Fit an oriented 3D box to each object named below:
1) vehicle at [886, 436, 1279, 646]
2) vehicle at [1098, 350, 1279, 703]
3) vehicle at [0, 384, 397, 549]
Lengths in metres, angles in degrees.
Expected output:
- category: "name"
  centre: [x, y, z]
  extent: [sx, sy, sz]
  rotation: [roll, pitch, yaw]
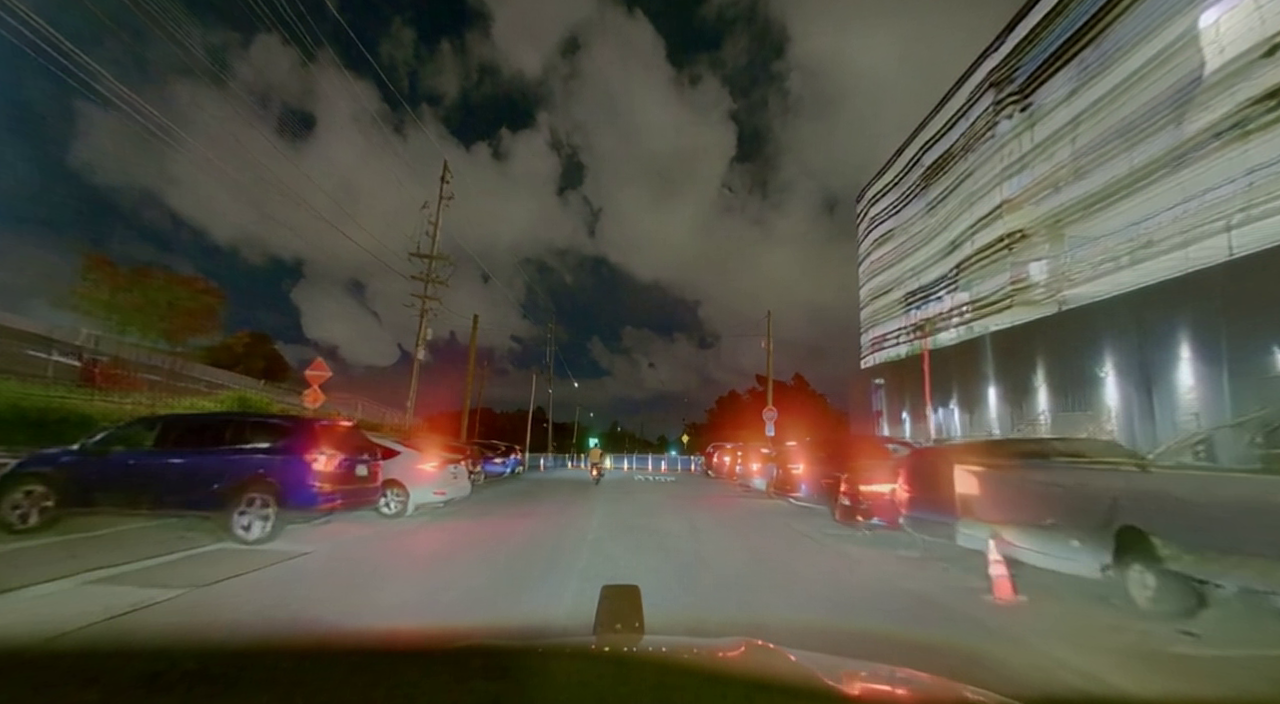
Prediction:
- category: "vehicle"
  centre: [4.803, 1.443, 5.357]
  extent: [4.659, 1.421, 1.771]
  rotation: [0, -8, -1]
- category: "vehicle"
  centre: [4.856, 0.866, 2.545]
  extent: [4.402, 1.770, 1.933]
  rotation: [0, -8, 2]
- category: "vehicle"
  centre: [-6.507, 1.724, 9.508]
  extent: [4.727, 1.976, 1.970]
  rotation: [3, -12, 1]
